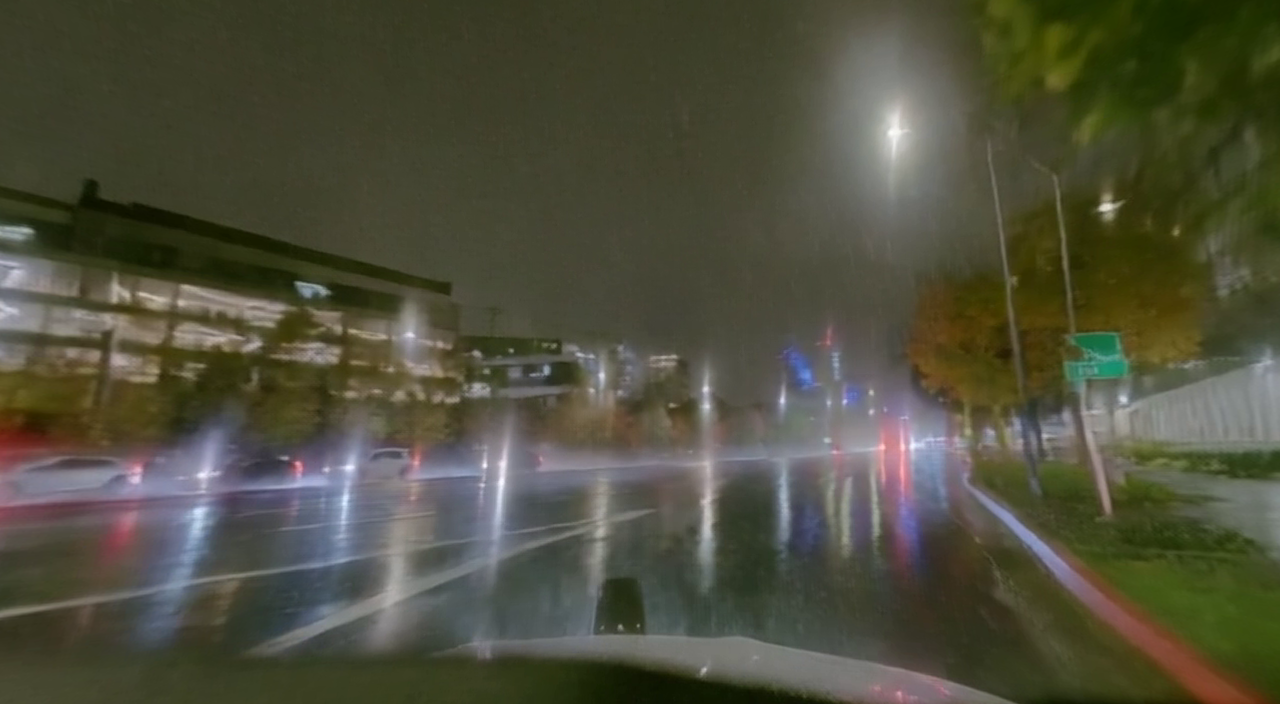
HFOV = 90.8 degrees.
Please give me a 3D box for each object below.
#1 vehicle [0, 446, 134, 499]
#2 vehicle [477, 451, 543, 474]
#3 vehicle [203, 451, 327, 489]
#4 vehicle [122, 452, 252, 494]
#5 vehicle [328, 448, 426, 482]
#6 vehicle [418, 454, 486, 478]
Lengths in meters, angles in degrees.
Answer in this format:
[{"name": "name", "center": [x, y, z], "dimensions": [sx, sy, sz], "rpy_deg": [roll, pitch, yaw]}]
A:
[{"name": "vehicle", "center": [-21.102, 4.298, 22.323], "dimensions": [2.033, 1.625, 4.467], "rpy_deg": [-11, -15, 28]}, {"name": "vehicle", "center": [-8.972, 7.637, 43.991], "dimensions": [1.872, 1.493, 4.724], "rpy_deg": [-5, -10, 29]}, {"name": "vehicle", "center": [-17.206, 5.382, 29.258], "dimensions": [1.842, 1.582, 4.513], "rpy_deg": [-5, -10, 29]}, {"name": "vehicle", "center": [-20.952, 5.562, 29.432], "dimensions": [2.002, 1.711, 4.360], "rpy_deg": [-5, -10, 27]}, {"name": "vehicle", "center": [-14.332, 6.135, 34.687], "dimensions": [1.926, 1.681, 4.727], "rpy_deg": [-5, -10, 29]}, {"name": "vehicle", "center": [-12.958, 7.849, 43.770], "dimensions": [1.867, 1.540, 4.423], "rpy_deg": [-5, -10, 29]}]
